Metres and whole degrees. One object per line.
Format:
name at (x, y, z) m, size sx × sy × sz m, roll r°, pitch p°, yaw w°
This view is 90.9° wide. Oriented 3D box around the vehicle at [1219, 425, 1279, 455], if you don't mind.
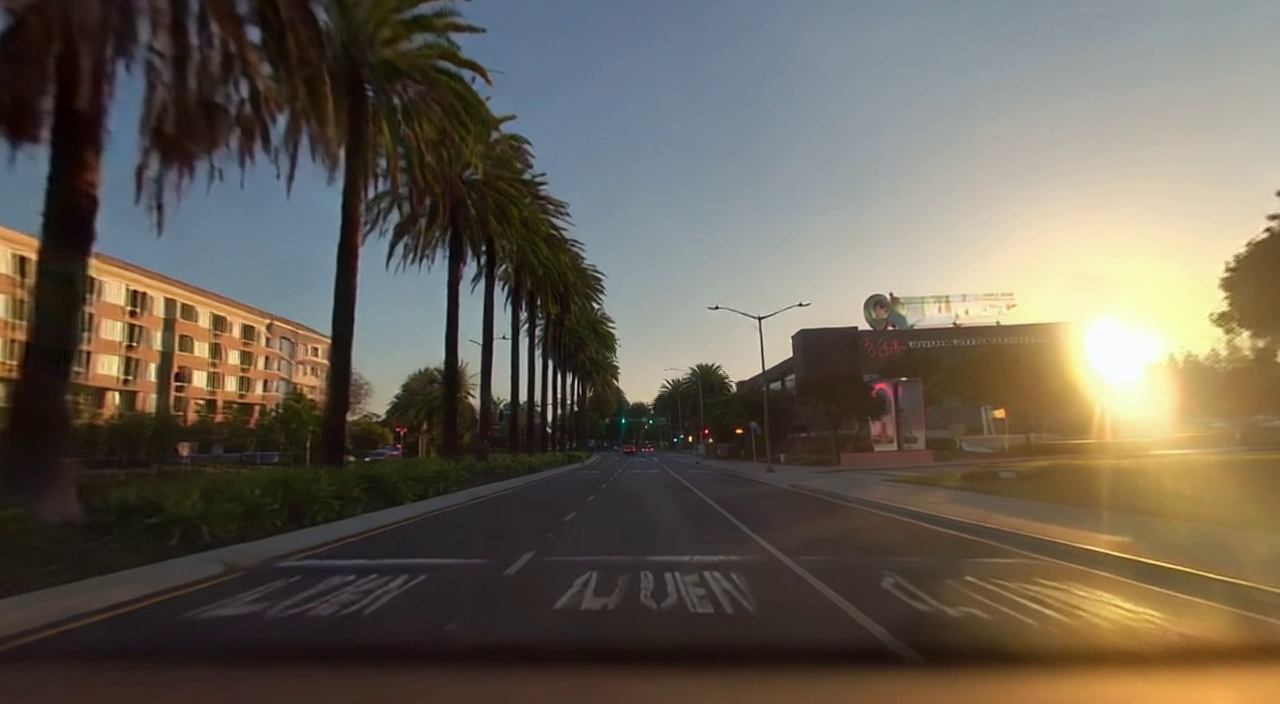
vehicle at (34.396, 4.731, 33.899) m, size 1.820 × 1.571 × 4.697 m, roll 0°, pitch -9°, yaw -3°
